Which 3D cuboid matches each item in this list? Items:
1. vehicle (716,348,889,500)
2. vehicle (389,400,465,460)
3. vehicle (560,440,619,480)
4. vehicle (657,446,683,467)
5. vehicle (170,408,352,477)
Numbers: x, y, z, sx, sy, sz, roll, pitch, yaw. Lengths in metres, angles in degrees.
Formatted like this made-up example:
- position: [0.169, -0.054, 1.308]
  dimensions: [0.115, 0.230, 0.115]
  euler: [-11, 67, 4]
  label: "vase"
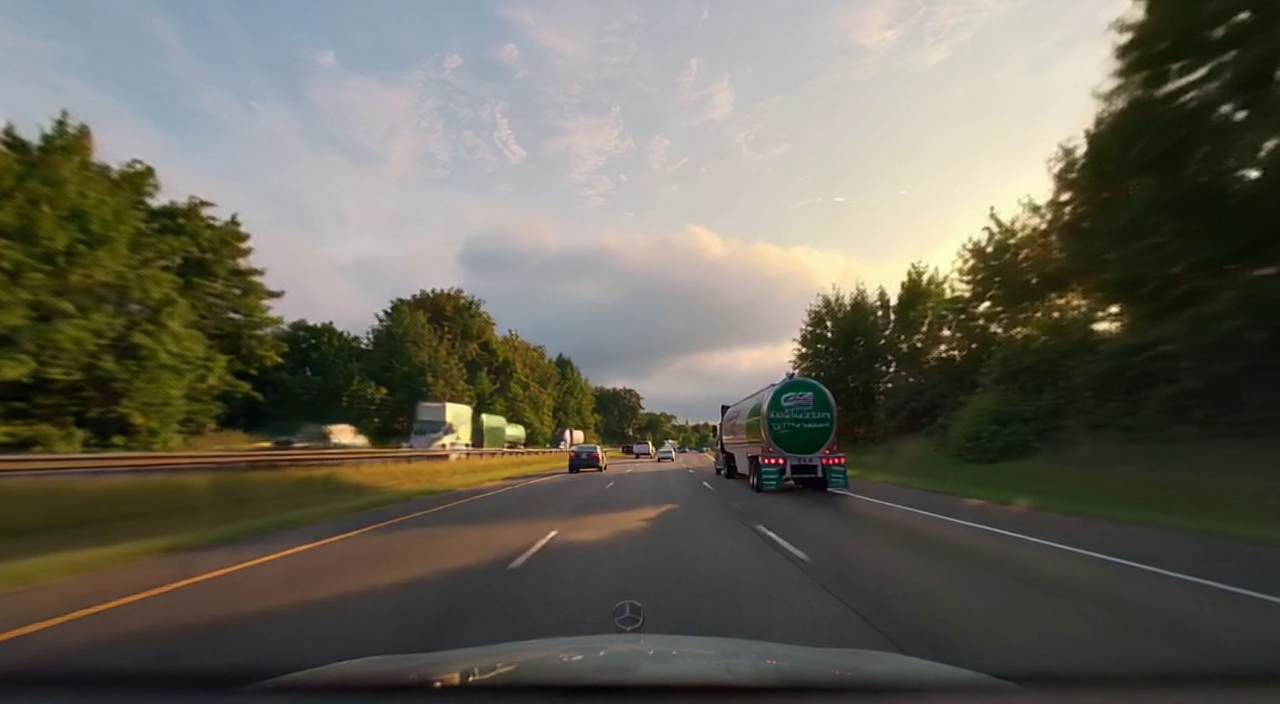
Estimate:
- position: [5.096, 2.938, 23.569]
  dimensions: [3.057, 3.993, 13.914]
  euler: [0, -9, 1]
  label: "vehicle"
- position: [-14.663, 5.560, 43.936]
  dimensions: [2.905, 3.909, 5.792]
  euler: [-1, -9, 4]
  label: "vehicle"
- position: [-2.251, 5.021, 29.577]
  dimensions: [2.205, 1.728, 4.397]
  euler: [0, -9, 3]
  label: "vehicle"
- position: [2.355, 8.156, 49.213]
  dimensions: [1.990, 1.537, 3.725]
  euler: [0, -9, 3]
  label: "vehicle"
- position: [-11.496, 2.858, 19.753]
  dimensions: [2.370, 1.854, 5.111]
  euler: [0, -9, 2]
  label: "vehicle"
